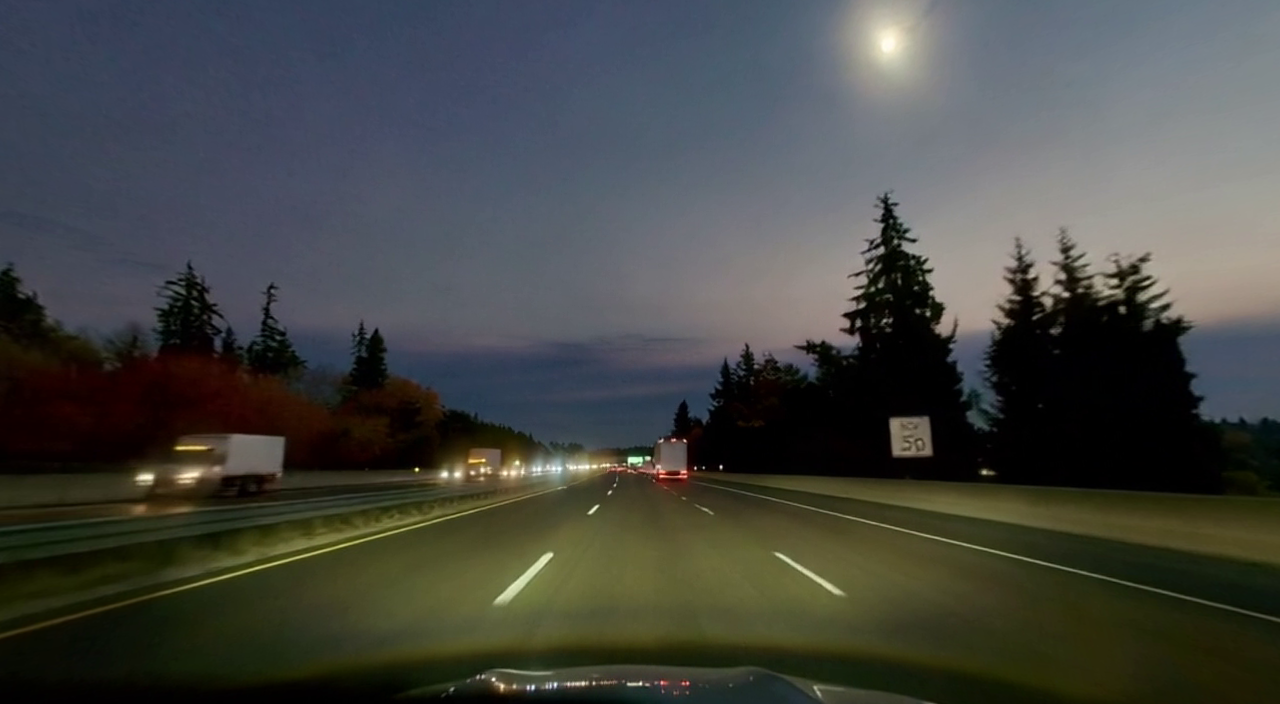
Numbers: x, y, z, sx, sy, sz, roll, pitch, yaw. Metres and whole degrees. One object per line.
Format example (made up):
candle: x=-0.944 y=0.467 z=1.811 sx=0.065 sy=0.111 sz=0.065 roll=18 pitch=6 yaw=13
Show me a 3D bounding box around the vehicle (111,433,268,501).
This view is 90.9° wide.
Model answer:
vehicle: x=-19.748 y=5.146 z=28.189 sx=2.350 sy=2.655 sz=6.249 roll=1 pitch=-10 yaw=-1
